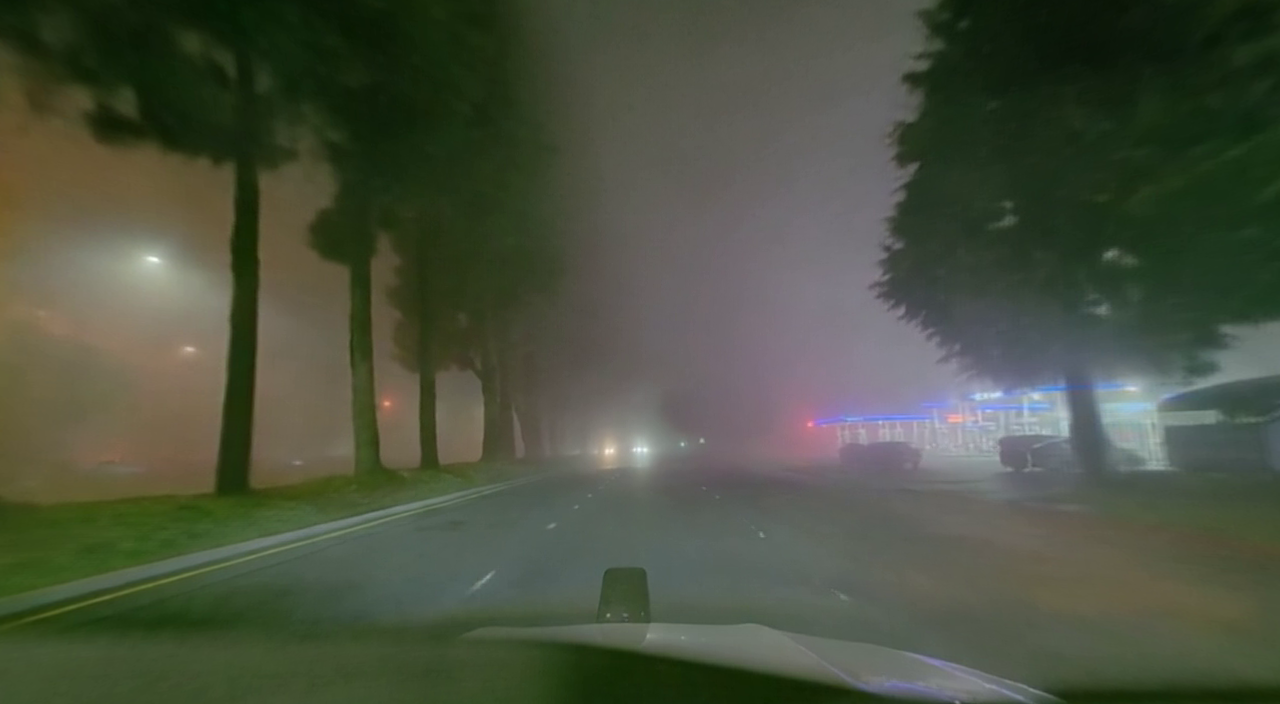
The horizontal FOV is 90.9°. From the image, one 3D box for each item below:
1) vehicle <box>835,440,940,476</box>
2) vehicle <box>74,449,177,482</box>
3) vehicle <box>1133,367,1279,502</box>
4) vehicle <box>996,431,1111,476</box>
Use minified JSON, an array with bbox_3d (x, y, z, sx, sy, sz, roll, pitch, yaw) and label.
[{"bbox_3d":[12.042,5.133,30.780,4.359,1.656,1.894,1,-9,-11],"label":"vehicle"},{"bbox_3d":[-31.179,6.885,38.446,2.059,1.782,5.016,1,-8,-1],"label":"vehicle"},{"bbox_3d":[14.984,1.826,14.129,5.820,2.752,2.234,0,-8,-1],"label":"vehicle"},{"bbox_3d":[17.174,4.206,26.438,1.806,1.721,3.978,0,-8,-7],"label":"vehicle"}]
